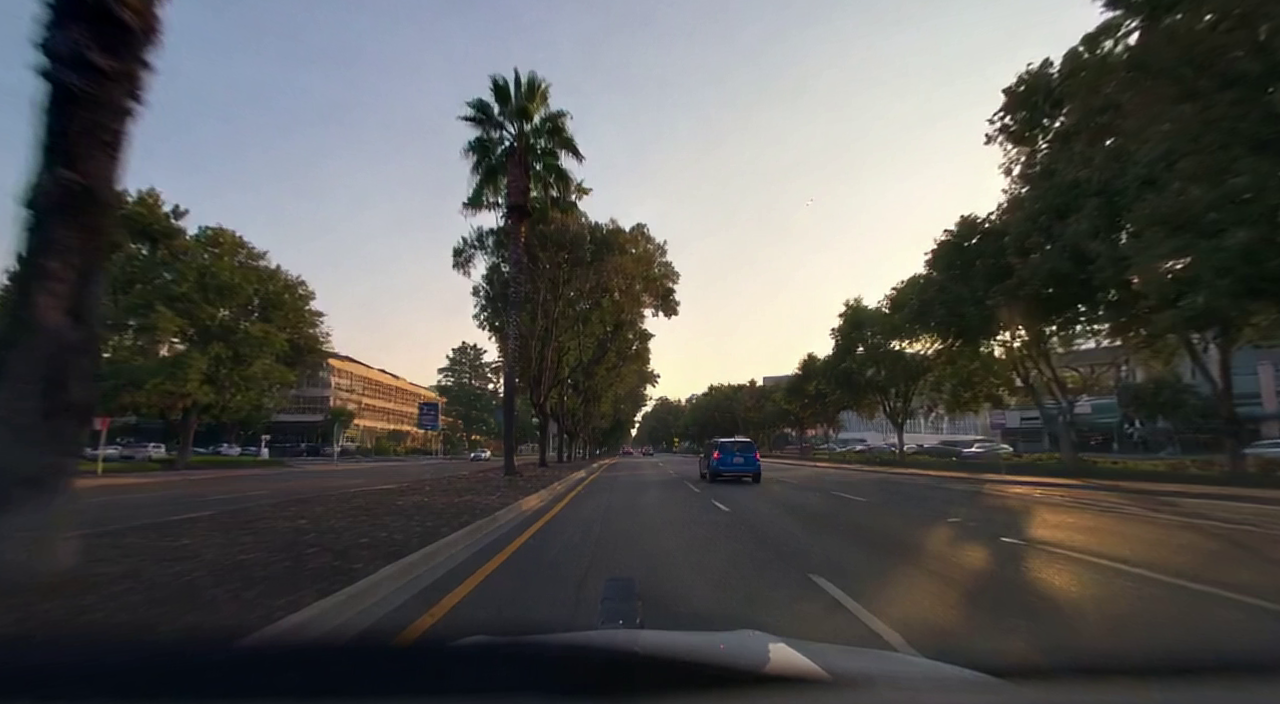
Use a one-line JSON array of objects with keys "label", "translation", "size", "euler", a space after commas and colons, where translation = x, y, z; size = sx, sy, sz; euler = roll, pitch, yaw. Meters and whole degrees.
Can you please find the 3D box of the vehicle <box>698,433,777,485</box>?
[{"label": "vehicle", "translation": [3.423, 3.837, 22.950], "size": [2.072, 1.696, 4.177], "euler": [0, -8, -2]}]
